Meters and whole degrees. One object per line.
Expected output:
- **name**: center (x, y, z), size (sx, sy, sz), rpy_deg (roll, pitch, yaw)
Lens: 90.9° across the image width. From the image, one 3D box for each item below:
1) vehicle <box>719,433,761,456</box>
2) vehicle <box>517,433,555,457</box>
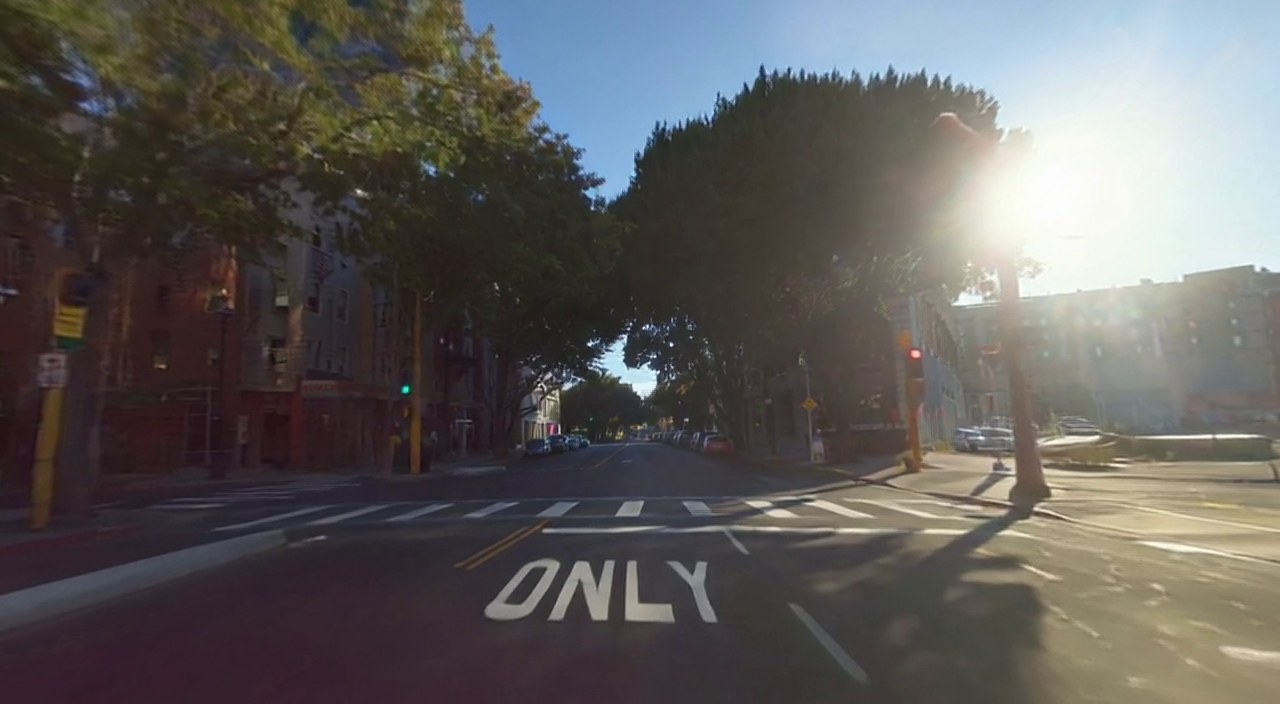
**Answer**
- **vehicle**: center (6.851, 6.392, 43.522), size (1.997, 1.510, 4.455), rpy_deg (0, -8, -2)
- **vehicle**: center (-7.318, 6.585, 44.646), size (2.127, 1.533, 4.547), rpy_deg (-1, -8, -3)
